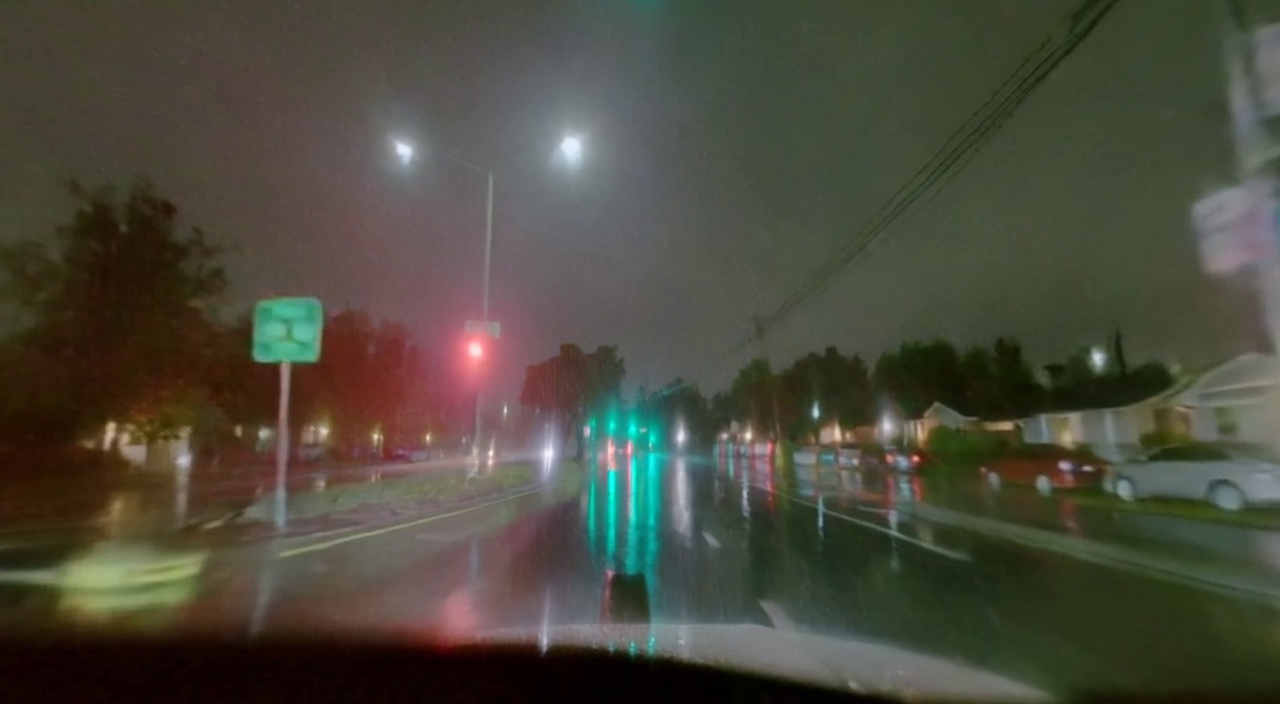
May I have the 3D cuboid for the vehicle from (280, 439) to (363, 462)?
[{"bbox_3d":[-21.353,6.609,42.342,4.547,1.484,1.914,0,-8,1],"label":"vehicle"}]

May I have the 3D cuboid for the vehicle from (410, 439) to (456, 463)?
[{"bbox_3d":[-15.806,7.586,48.335,2.042,1.748,4.584,0,-8,-1],"label":"vehicle"}]

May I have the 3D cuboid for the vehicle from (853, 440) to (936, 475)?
[{"bbox_3d":[11.438,4.746,28.721,1.838,1.443,4.563,0,-8,-1],"label":"vehicle"}]

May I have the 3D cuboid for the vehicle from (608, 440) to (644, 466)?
[{"bbox_3d":[-0.862,6.203,38.867,2.113,1.462,4.203,0,-8,-2],"label":"vehicle"}]

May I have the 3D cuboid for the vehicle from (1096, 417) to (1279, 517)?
[{"bbox_3d":[11.797,2.223,12.500,2.018,1.665,4.576,0,-8,0],"label":"vehicle"}]

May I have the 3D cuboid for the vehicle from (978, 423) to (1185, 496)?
[{"bbox_3d":[11.811,2.924,17.426,2.226,1.720,4.708,0,-8,-1],"label":"vehicle"}]

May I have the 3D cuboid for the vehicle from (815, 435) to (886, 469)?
[{"bbox_3d":[11.259,5.410,34.138,2.156,1.689,4.774,0,-8,0],"label":"vehicle"}]
